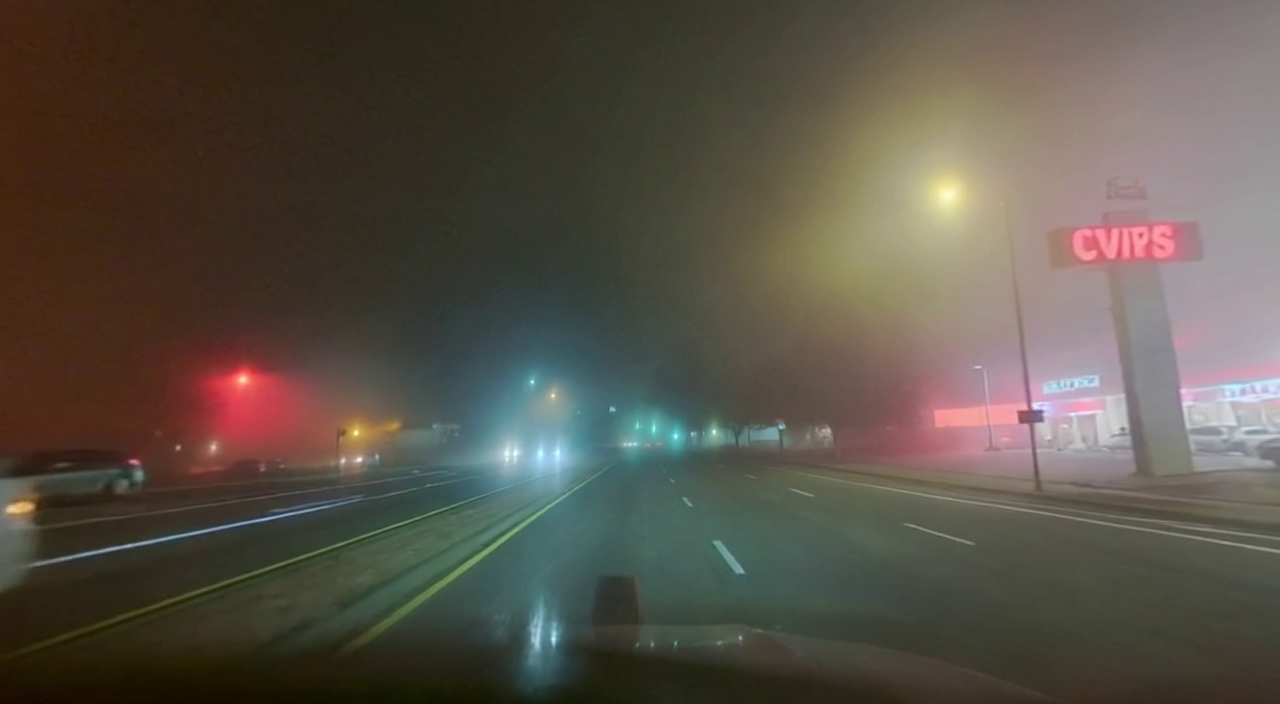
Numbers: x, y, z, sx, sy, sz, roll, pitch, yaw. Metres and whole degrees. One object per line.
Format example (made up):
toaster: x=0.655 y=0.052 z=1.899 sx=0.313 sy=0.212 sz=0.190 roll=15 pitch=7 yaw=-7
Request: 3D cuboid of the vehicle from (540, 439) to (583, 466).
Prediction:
vehicle: x=-5.180 y=6.705 z=42.168 sx=2.177 sy=1.684 sz=4.418 roll=-1 pitch=-8 yaw=2

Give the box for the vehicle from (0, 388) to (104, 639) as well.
vehicle: x=-5.592 y=0.920 z=2.945 sx=2.129 sy=1.748 sz=4.555 roll=0 pitch=-8 yaw=0

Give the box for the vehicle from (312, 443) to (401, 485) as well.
vehicle: x=-12.850 y=5.061 z=28.925 sx=1.971 sy=1.719 sz=4.285 roll=0 pitch=-8 yaw=1
